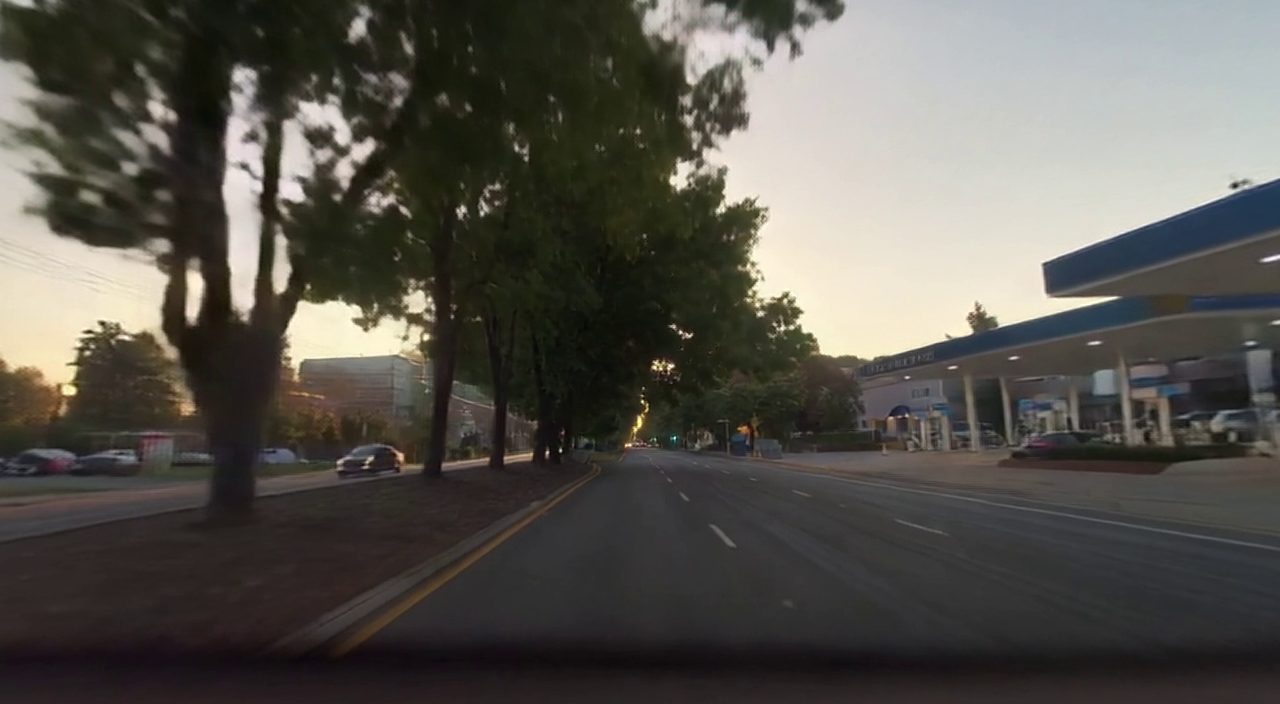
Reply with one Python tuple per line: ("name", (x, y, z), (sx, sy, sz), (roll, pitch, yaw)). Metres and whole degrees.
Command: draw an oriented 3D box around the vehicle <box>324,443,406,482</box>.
("vehicle", (-12.328, 4.942, 28.599), (1.861, 1.616, 4.077), (0, -9, 0))
